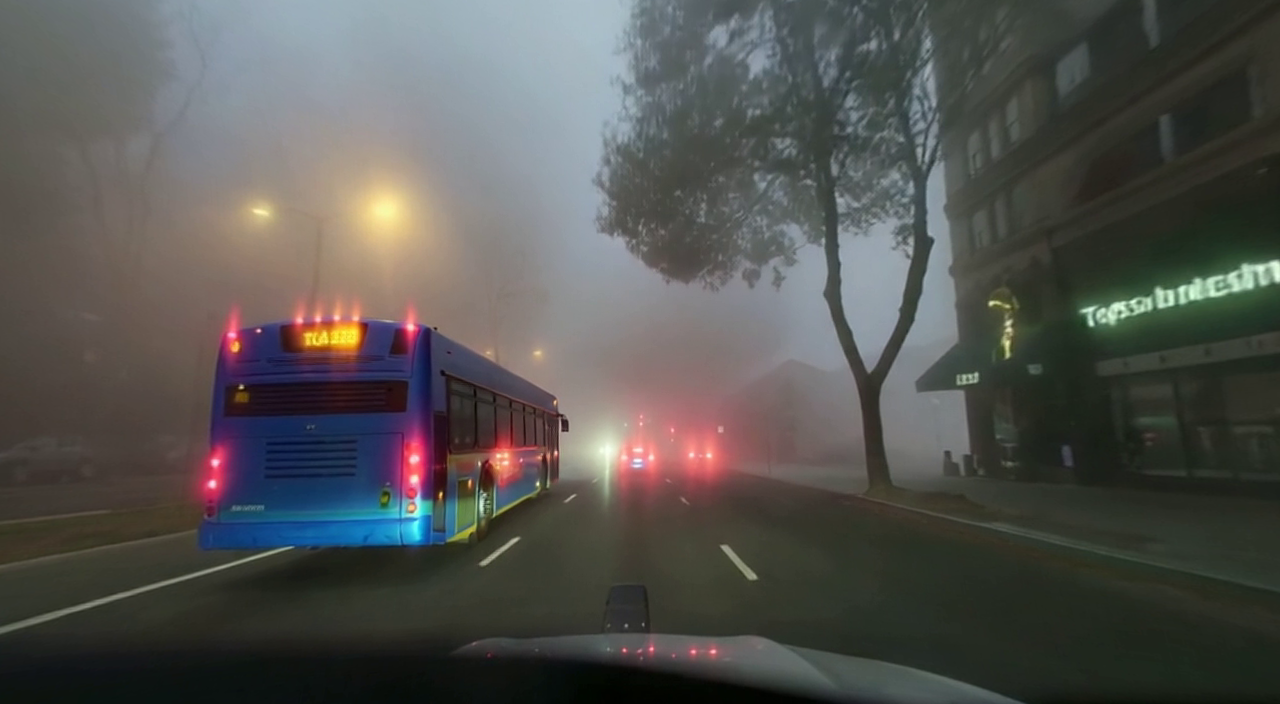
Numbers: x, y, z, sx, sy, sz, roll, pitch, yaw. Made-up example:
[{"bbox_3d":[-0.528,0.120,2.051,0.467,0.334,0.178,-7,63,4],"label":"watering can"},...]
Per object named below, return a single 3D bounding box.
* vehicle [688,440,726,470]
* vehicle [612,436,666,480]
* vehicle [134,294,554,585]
[{"bbox_3d":[4.327,6.716,41.351,2.138,1.787,4.522,-1,-8,2],"label":"vehicle"},{"bbox_3d":[-0.025,4.468,26.833,2.120,1.727,3.917,-1,-8,1],"label":"vehicle"},{"bbox_3d":[-3.508,1.282,10.604,2.920,2.884,8.588,0,-6,0],"label":"vehicle"}]
